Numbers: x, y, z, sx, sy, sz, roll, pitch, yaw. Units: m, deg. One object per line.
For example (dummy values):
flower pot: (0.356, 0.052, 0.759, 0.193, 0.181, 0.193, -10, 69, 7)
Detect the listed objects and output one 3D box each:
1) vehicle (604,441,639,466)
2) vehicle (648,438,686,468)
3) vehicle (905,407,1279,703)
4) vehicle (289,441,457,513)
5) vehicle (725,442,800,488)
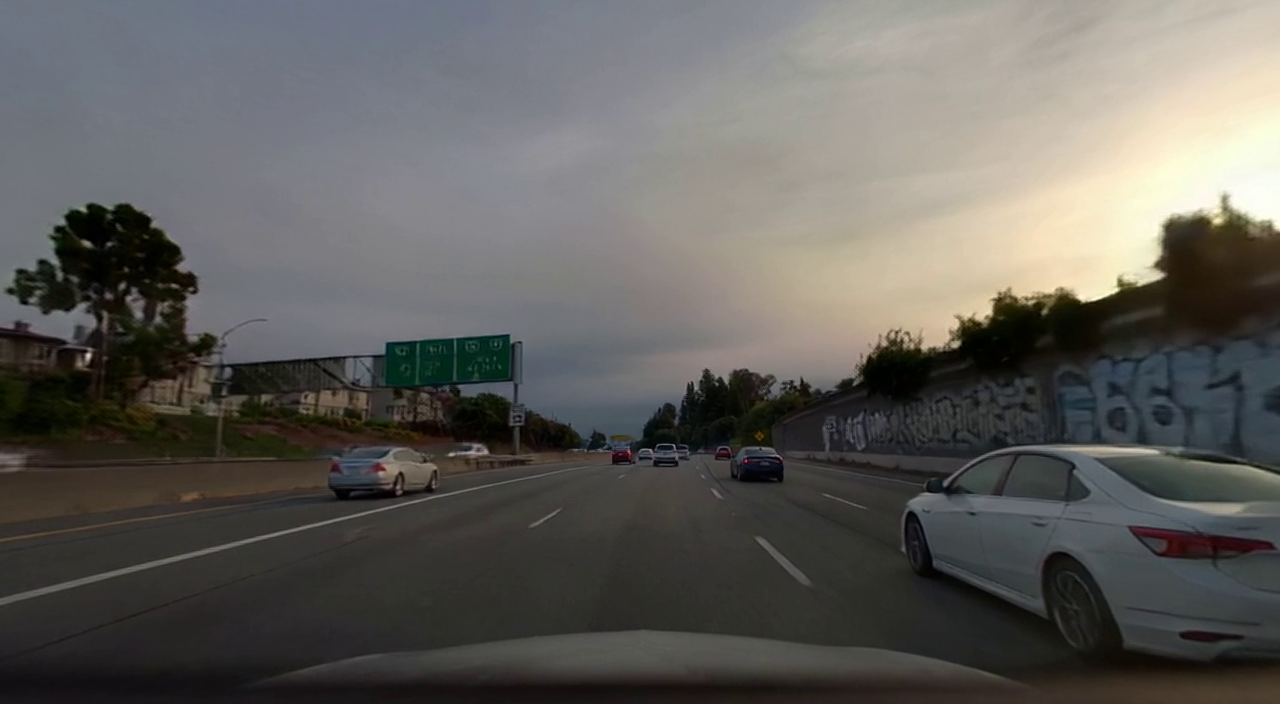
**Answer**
vehicle: (-1.333, 7.582, 47.203, 2.070, 1.740, 4.678, -1, -8, 5)
vehicle: (1.684, 6.234, 39.077, 2.183, 1.764, 4.134, -1, -8, 3)
vehicle: (3.635, 1.224, 4.207, 1.912, 1.509, 4.291, 0, -8, 1)
vehicle: (-6.325, 2.977, 15.631, 2.050, 1.507, 4.375, -1, -8, 3)
vehicle: (4.225, 3.937, 22.337, 1.854, 1.438, 3.954, 0, -8, 0)
